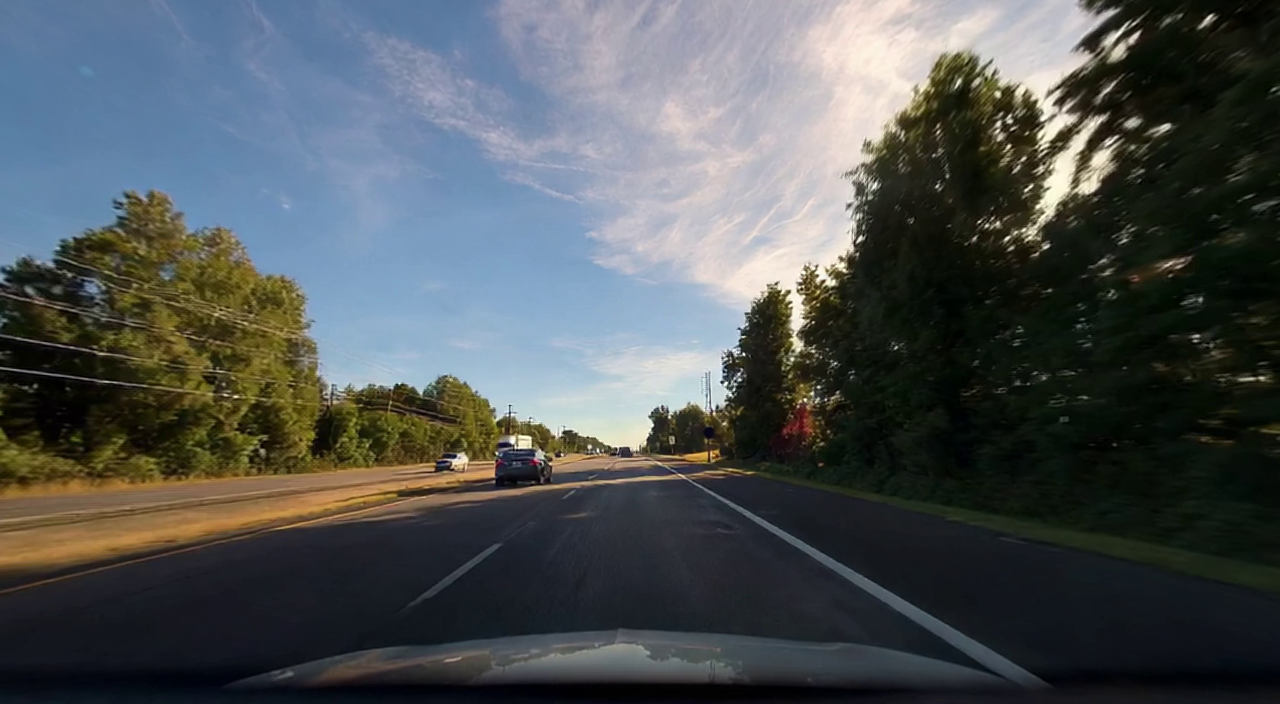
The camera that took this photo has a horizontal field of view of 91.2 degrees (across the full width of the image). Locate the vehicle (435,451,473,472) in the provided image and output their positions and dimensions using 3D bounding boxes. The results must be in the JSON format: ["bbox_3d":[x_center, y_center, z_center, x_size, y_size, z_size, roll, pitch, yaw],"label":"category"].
[{"bbox_3d":[-13.276,7.823,44.845,1.642,1.383,3.633,0,-9,-1],"label":"vehicle"}]

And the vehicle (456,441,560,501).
[{"bbox_3d":[-3.715,3.438,18.534,2.123,1.545,4.404,0,-9,0],"label":"vehicle"}]
